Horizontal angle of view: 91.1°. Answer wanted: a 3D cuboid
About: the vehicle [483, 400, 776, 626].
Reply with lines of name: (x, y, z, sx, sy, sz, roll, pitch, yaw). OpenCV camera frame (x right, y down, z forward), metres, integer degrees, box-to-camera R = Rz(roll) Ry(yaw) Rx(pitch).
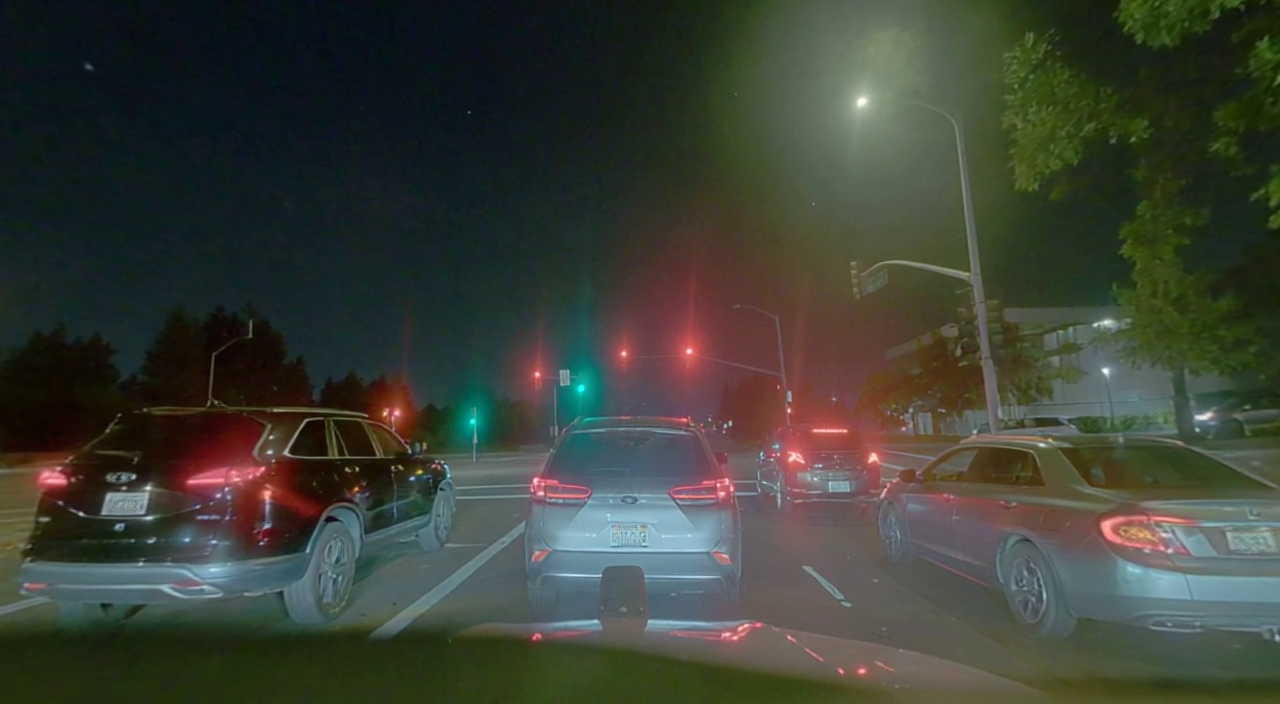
vehicle: (-0.052, 1.399, 6.307, 2.047, 1.579, 3.642, 0, -8, 1)

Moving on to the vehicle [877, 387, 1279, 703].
vehicle: (3.593, 1.203, 4.606, 2.010, 1.486, 4.498, 0, -8, 1)

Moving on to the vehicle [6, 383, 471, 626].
vehicle: (-3.556, 1.429, 6.855, 2.014, 1.755, 4.360, 0, -8, 3)
